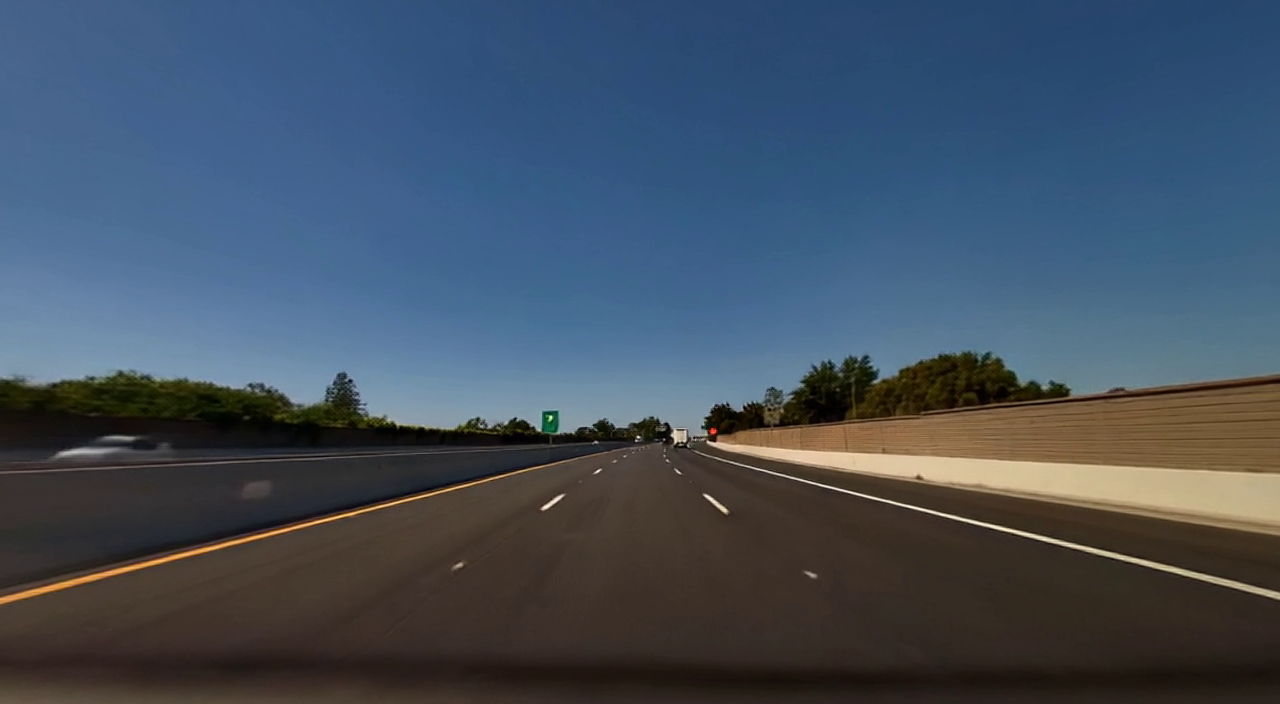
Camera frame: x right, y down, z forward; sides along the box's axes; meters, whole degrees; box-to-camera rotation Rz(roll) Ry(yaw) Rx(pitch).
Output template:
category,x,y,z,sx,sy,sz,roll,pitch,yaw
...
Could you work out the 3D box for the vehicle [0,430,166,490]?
category,x,y,z,sx,sy,sz,roll,pitch,yaw
vehicle,-20.853,3.988,23.685,2.075,1.944,4.938,-1,-8,1
